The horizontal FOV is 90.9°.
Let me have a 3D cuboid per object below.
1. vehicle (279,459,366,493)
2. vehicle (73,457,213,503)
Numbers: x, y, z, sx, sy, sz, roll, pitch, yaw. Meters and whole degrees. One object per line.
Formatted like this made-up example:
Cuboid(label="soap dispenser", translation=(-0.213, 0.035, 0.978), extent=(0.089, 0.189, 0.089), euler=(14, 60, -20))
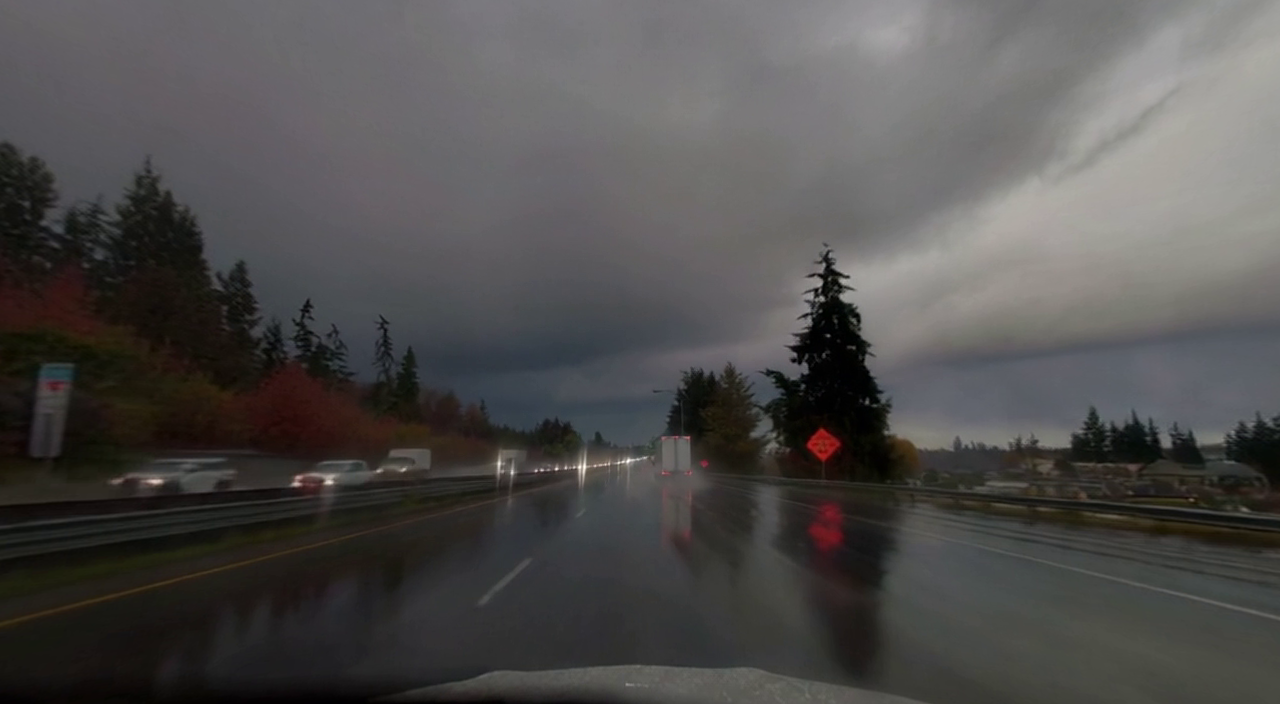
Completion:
Cuboid(label="vehicle", translation=(-15.914, 6.238, 31.885), extent=(1.960, 1.568, 4.592), euler=(1, -10, 0))
Cuboid(label="vehicle", translation=(-19.489, 5.036, 25.039), extent=(1.944, 1.636, 4.409), euler=(1, -10, -1))
